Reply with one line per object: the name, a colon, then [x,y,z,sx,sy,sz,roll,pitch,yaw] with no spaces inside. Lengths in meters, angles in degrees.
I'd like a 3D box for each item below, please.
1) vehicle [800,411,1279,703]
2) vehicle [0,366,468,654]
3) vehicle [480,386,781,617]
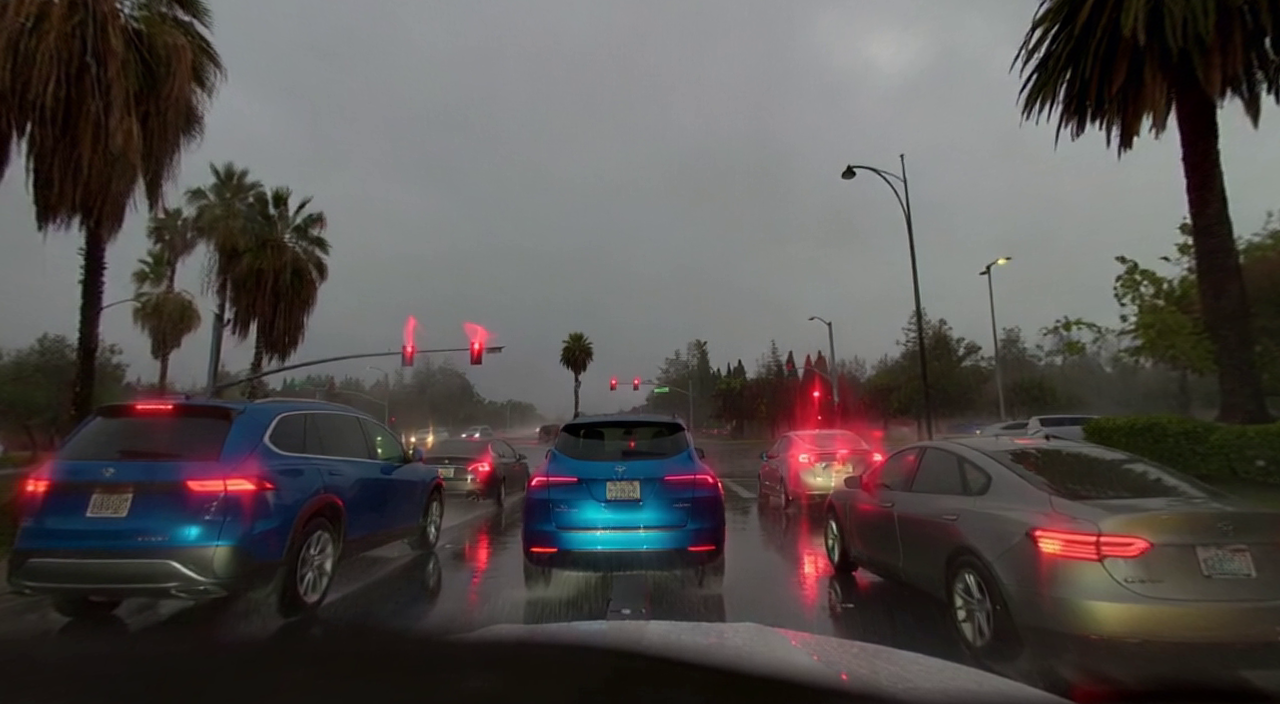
vehicle: [2.968,1.367,5.251,2.017,1.491,4.611,0,-8,-1]
vehicle: [-3.346,1.283,6.123,2.014,1.755,4.360,0,-8,1]
vehicle: [-0.131,1.456,7.057,2.280,1.747,4.361,0,-8,-2]
